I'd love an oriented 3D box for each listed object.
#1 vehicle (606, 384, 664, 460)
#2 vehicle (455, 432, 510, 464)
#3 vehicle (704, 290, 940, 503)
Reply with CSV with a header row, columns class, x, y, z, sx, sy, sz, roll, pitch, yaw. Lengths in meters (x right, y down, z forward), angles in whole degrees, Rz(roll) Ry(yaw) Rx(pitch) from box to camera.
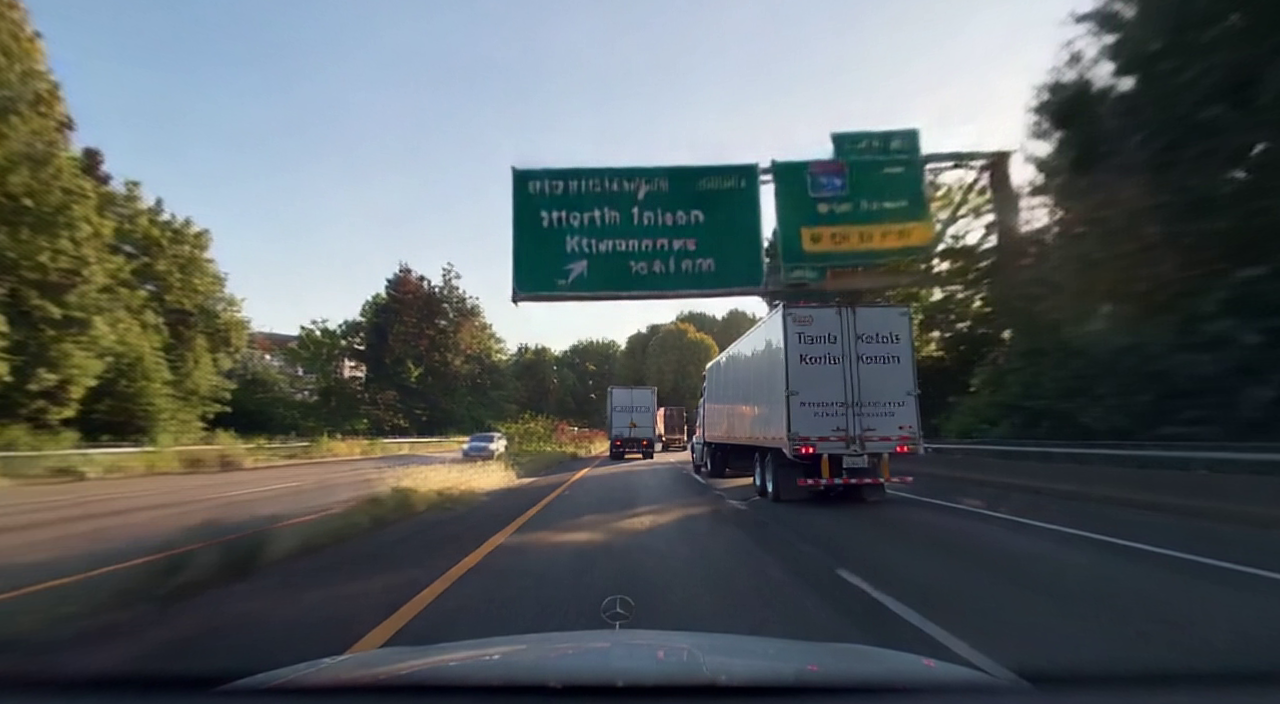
class,x,y,z,sx,sy,sz,roll,pitch,yaw
vehicle,-0.319,4.281,37.572,2.958,3.917,10.196,0,-8,-1
vehicle,-9.032,5.506,36.511,1.997,1.712,4.498,0,-8,0
vehicle,4.221,1.797,19.429,2.856,4.145,14.500,0,-8,0
